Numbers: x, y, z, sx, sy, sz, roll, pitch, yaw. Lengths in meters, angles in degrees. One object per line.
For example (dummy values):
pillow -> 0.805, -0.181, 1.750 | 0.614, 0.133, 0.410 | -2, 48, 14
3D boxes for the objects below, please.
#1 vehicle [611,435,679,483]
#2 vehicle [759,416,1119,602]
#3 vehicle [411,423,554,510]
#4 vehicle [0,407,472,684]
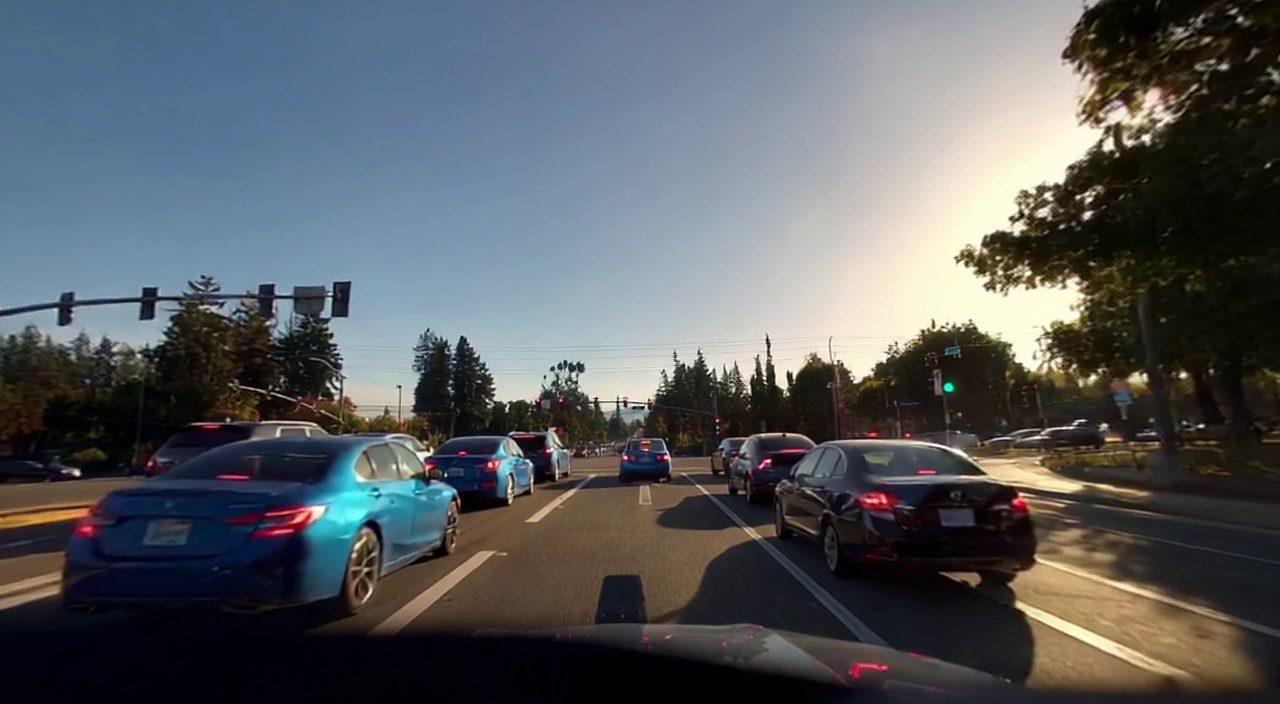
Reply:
vehicle -> 0.135, 3.674, 21.884 | 2.114, 1.482, 4.056 | 0, -9, -1
vehicle -> 2.837, 1.609, 7.401 | 2.002, 1.474, 4.528 | 0, -9, 0
vehicle -> -3.351, 2.561, 14.519 | 2.034, 1.655, 4.465 | 0, -9, 1
vehicle -> -3.226, 1.388, 5.725 | 2.139, 1.478, 4.510 | 0, -9, 0
